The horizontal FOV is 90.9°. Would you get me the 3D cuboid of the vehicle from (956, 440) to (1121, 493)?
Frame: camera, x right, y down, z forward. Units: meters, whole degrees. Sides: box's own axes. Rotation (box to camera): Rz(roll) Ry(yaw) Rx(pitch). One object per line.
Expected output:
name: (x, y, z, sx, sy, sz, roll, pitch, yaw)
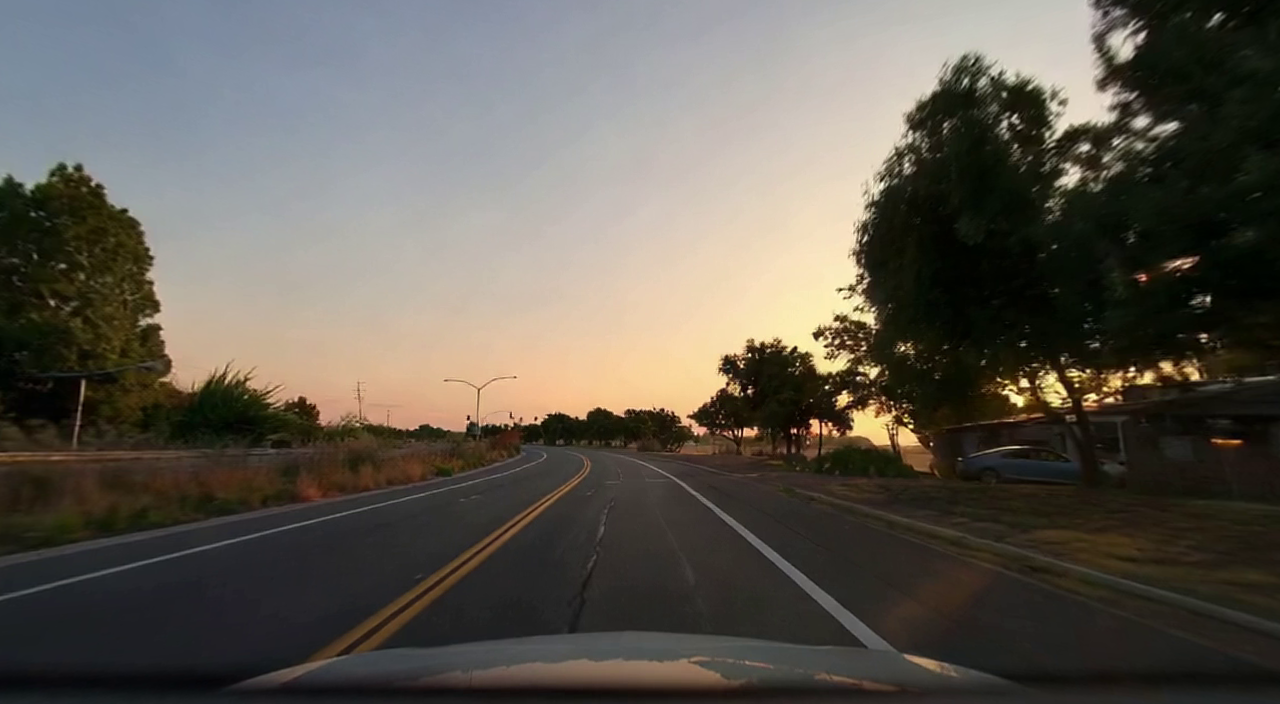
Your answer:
vehicle: (12.668, 3.630, 20.184, 4.139, 1.399, 1.817, 3, -7, -3)
